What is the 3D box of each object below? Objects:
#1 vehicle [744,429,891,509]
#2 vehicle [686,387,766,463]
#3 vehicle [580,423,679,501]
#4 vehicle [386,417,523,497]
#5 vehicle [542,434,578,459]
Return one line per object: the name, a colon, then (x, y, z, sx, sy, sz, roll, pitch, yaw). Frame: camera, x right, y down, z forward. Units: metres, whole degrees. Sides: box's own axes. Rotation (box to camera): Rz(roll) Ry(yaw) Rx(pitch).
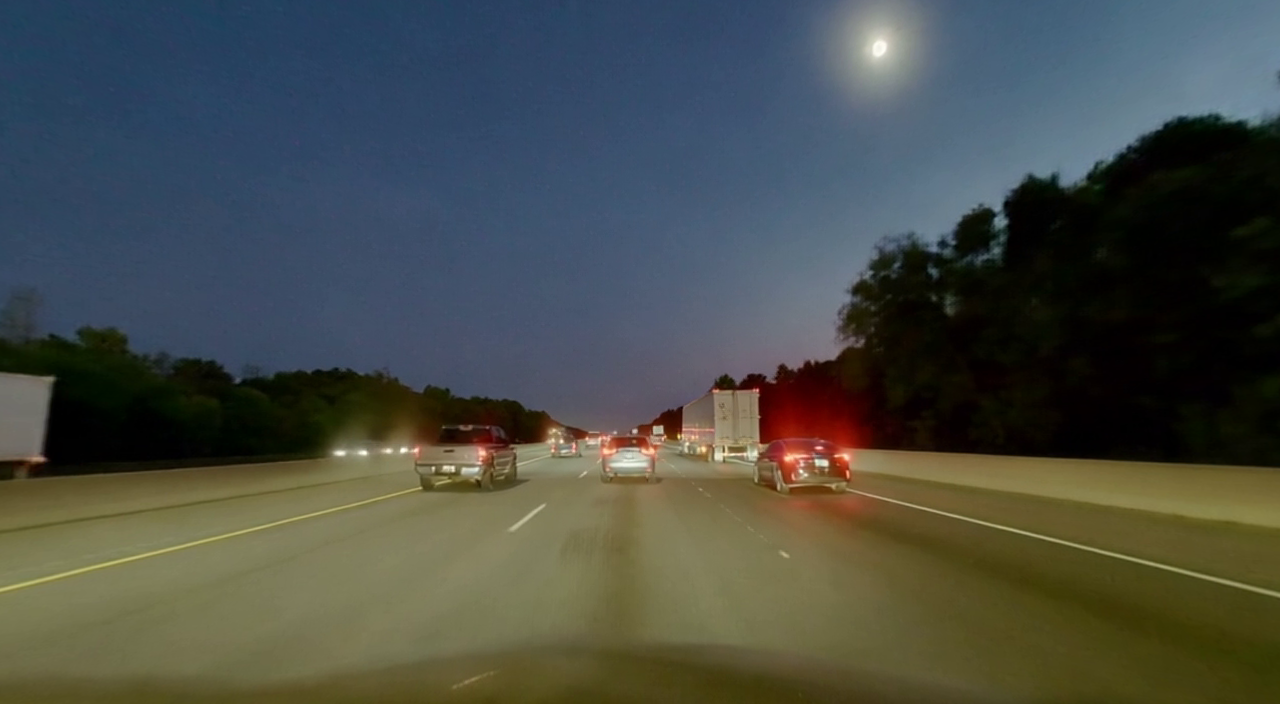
vehicle: (3.672, 2.472, 13.850, 1.951, 1.477, 3.963, 0, -8, -2)
vehicle: (5.174, 4.910, 41.281, 2.888, 4.135, 14.071, 0, -8, -2)
vehicle: (-0.249, 2.584, 15.245, 2.083, 1.647, 3.799, 0, -8, -1)
vehicle: (-4.546, 2.649, 16.347, 2.101, 1.767, 4.702, 0, -8, 0)
vehicle: (-5.476, 6.478, 43.465, 1.971, 1.648, 3.983, 0, -8, -1)
